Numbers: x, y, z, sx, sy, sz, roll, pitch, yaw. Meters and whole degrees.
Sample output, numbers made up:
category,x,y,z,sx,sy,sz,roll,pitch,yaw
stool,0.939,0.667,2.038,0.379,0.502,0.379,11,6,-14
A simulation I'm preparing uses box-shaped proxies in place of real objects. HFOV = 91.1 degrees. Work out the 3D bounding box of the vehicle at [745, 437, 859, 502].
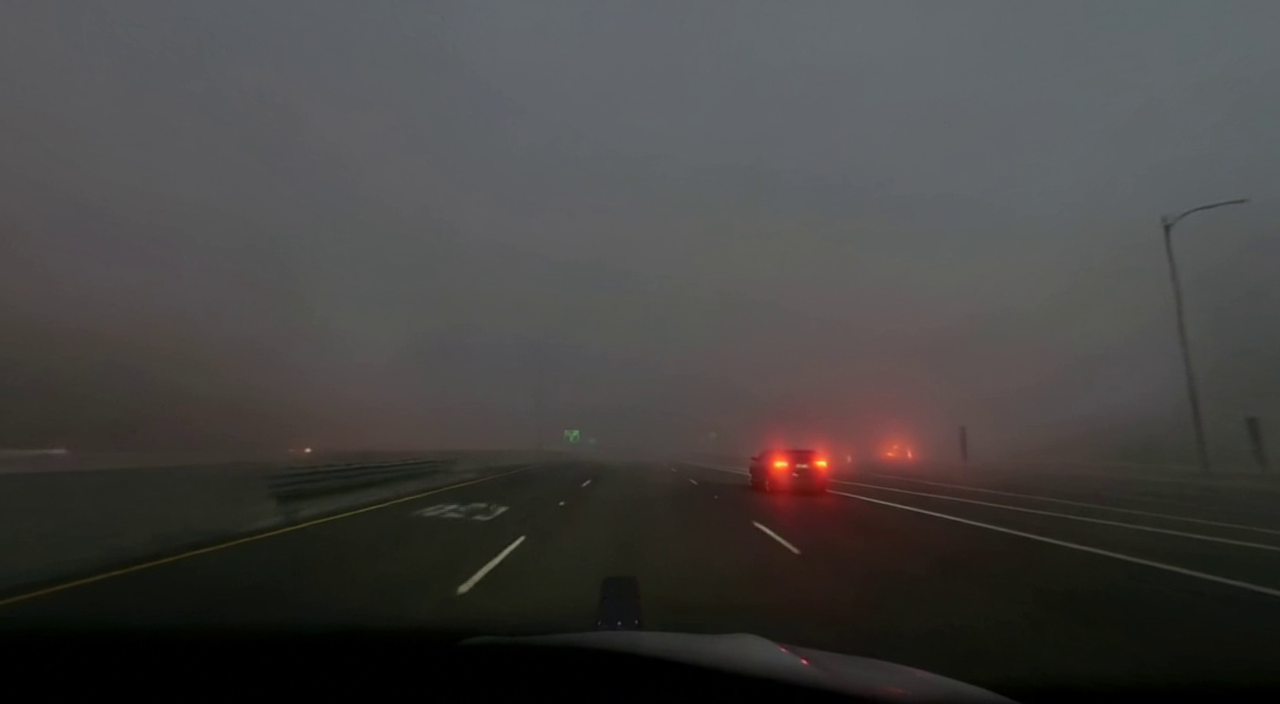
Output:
category,x,y,z,sx,sy,sz,roll,pitch,yaw
vehicle,4.273,3.178,17.328,1.984,1.540,3.973,0,-9,-1
